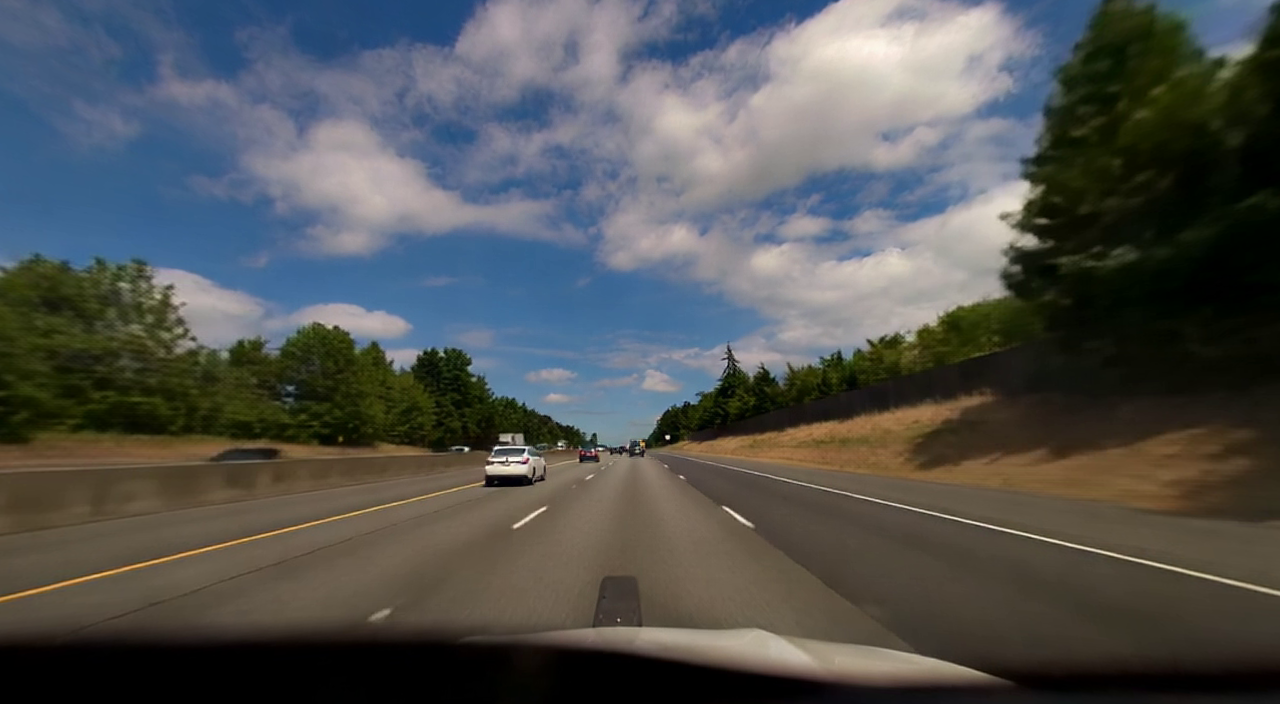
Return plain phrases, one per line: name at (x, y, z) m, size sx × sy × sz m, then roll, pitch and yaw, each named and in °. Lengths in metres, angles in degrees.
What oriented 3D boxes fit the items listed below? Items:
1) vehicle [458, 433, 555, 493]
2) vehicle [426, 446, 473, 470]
vehicle at (-4.108, 3.484, 20.021) m, size 2.151 × 1.693 × 4.201 m, roll 0°, pitch -9°, yaw 0°
vehicle at (-13.310, 7.426, 44.078) m, size 1.955 × 1.557 × 4.567 m, roll -1°, pitch -9°, yaw -1°
